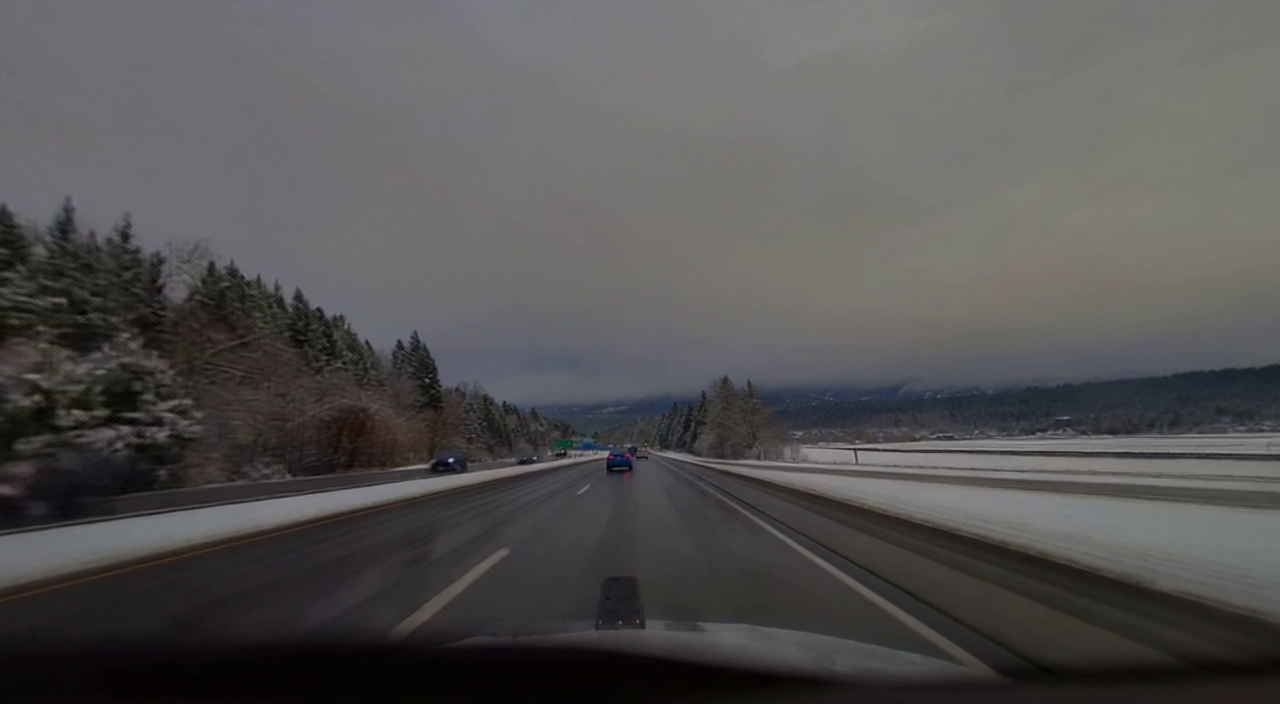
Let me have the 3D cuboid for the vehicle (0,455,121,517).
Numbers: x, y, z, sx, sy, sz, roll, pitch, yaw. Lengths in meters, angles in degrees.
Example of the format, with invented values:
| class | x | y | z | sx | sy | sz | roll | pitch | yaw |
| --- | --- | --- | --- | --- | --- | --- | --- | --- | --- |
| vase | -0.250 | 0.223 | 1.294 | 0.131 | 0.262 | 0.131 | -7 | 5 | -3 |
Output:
| class | x | y | z | sx | sy | sz | roll | pitch | yaw |
| --- | --- | --- | --- | --- | --- | --- | --- | --- | --- |
| vehicle | -16.431 | 3.448 | 16.532 | 2.007 | 1.444 | 4.190 | 0 | -9 | 1 |

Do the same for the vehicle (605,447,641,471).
| class | x | y | z | sx | sy | sz | roll | pitch | yaw |
| --- | --- | --- | --- | --- | --- | --- | --- | --- | --- |
| vehicle | -1.061 | 6.979 | 41.299 | 2.170 | 1.451 | 4.584 | 0 | -9 | 1 |
